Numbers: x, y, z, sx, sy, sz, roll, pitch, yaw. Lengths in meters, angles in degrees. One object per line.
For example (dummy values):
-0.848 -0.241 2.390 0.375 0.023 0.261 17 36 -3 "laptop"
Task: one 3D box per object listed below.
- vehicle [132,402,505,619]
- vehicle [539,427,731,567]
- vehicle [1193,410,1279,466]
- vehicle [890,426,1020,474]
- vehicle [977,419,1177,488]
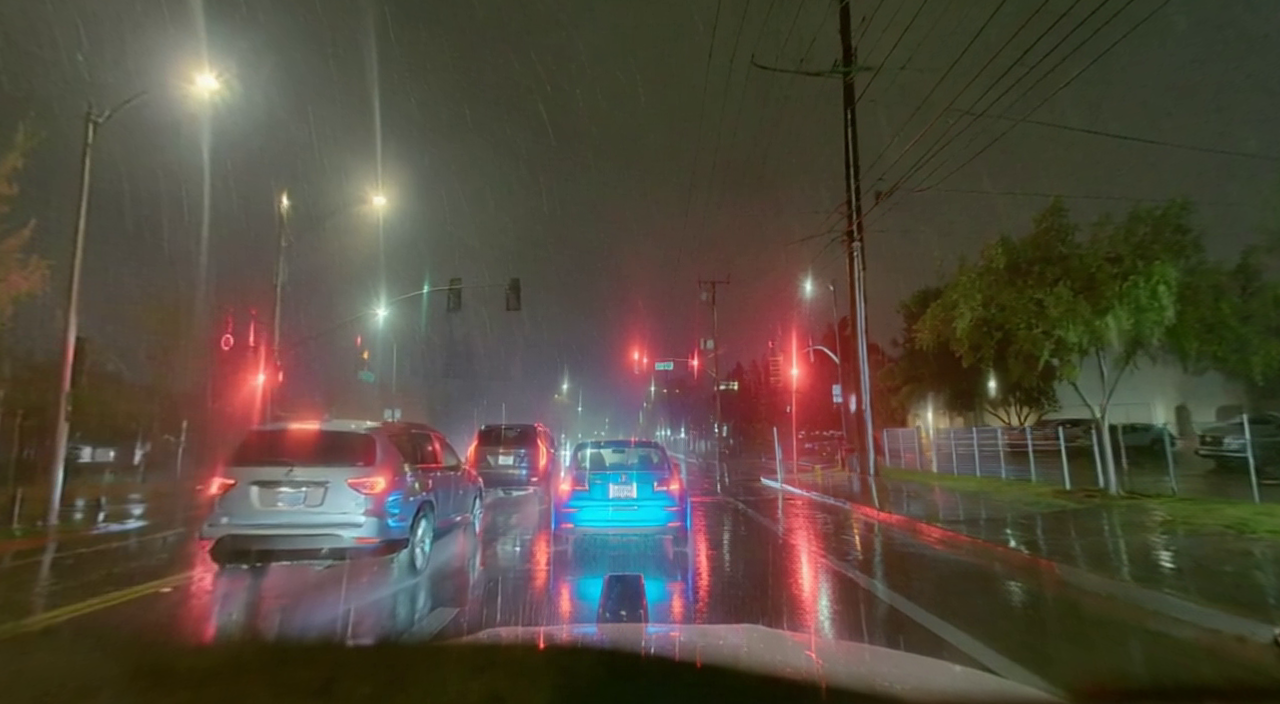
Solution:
-2.932 1.523 6.932 2.003 1.681 3.878 0 -8 0 "vehicle"
-0.147 1.873 8.980 2.070 1.481 4.216 0 -8 -3 "vehicle"
18.709 2.558 18.671 4.446 1.511 1.977 4 -10 -29 "vehicle"
10.643 3.351 21.731 1.842 1.471 4.481 1 -8 -5 "vehicle"
10.528 2.491 15.690 1.888 1.455 4.268 0 -8 0 "vehicle"
